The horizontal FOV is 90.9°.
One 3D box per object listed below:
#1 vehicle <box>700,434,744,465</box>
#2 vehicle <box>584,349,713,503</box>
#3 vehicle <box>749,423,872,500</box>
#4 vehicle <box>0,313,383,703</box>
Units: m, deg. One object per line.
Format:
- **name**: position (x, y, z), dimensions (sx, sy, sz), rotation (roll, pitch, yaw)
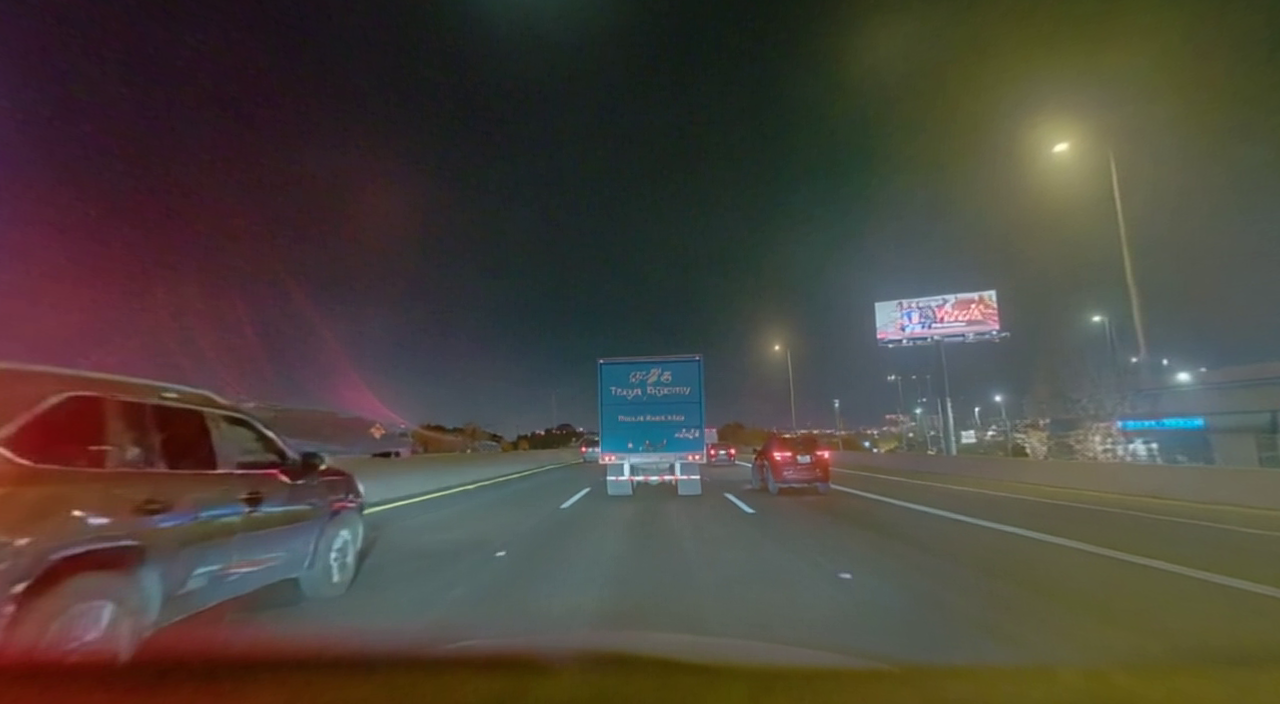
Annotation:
- **vehicle**: position (4.841, 5.822, 37.901), dimensions (2.066, 1.692, 4.339), rotation (0, -8, 0)
- **vehicle**: position (0.288, 2.178, 17.850), dimensions (2.733, 3.296, 8.571), rotation (0, -8, 2)
- **vehicle**: position (4.222, 2.769, 16.403), dimensions (1.986, 1.718, 4.296), rotation (0, -8, 0)
- **vehicle**: position (-3.482, 0.944, 3.618), dimensions (2.133, 1.808, 4.349), rotation (0, -8, 0)
